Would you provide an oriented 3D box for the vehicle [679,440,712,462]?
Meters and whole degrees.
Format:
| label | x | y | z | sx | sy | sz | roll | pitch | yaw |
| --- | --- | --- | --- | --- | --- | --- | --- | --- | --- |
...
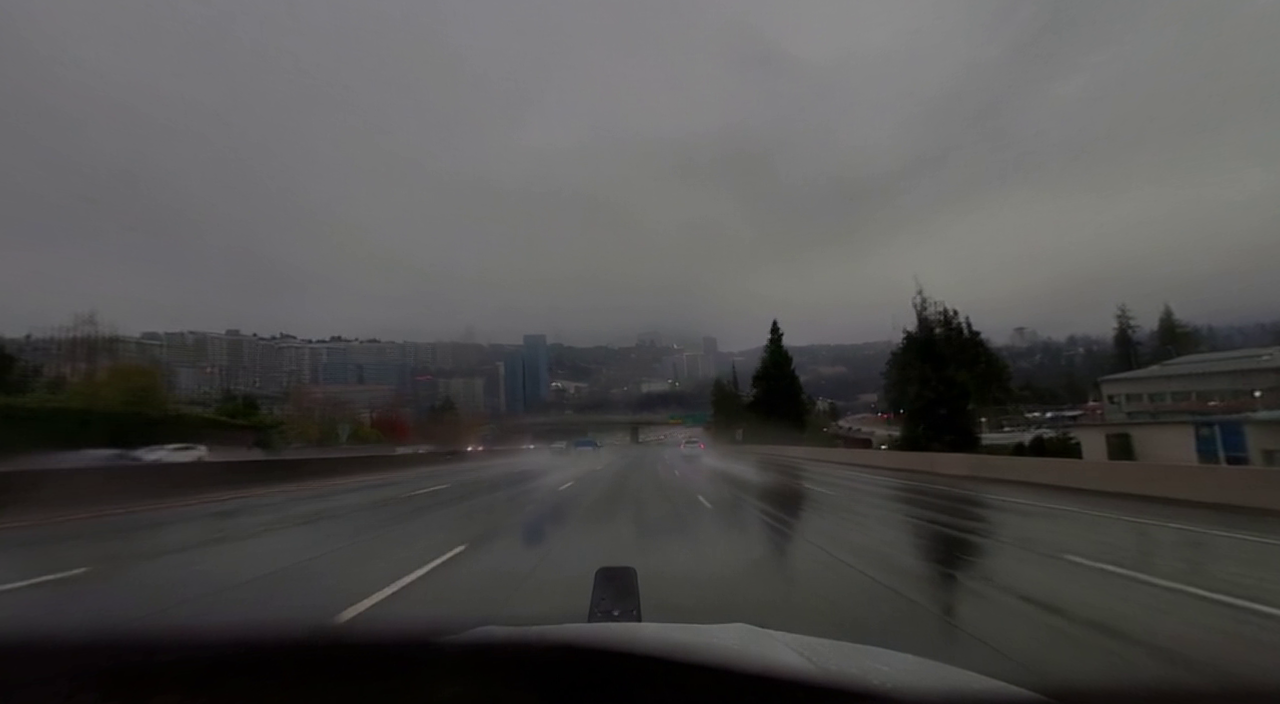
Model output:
| label | x | y | z | sx | sy | sz | roll | pitch | yaw |
| --- | --- | --- | --- | --- | --- | --- | --- | --- | --- |
| vehicle | 3.919 | 7.125 | 45.497 | 1.967 | 1.475 | 4.080 | 0 | -8 | 0 |

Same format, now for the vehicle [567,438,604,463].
| label | x | y | z | sx | sy | sz | roll | pitch | yaw |
| --- | --- | --- | --- | --- | --- | --- | --- | --- | --- |
| vehicle | -3.856 | 7.062 | 45.351 | 2.179 | 1.693 | 4.204 | 0 | -8 | 2 |

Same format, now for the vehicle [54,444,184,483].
| label | x | y | z | sx | sy | sz | roll | pitch | yaw |
| --- | --- | --- | --- | --- | --- | --- | --- | --- | --- |
| vehicle | -23.411 | 4.999 | 28.652 | 1.866 | 1.595 | 4.616 | 0 | -8 | 1 |
